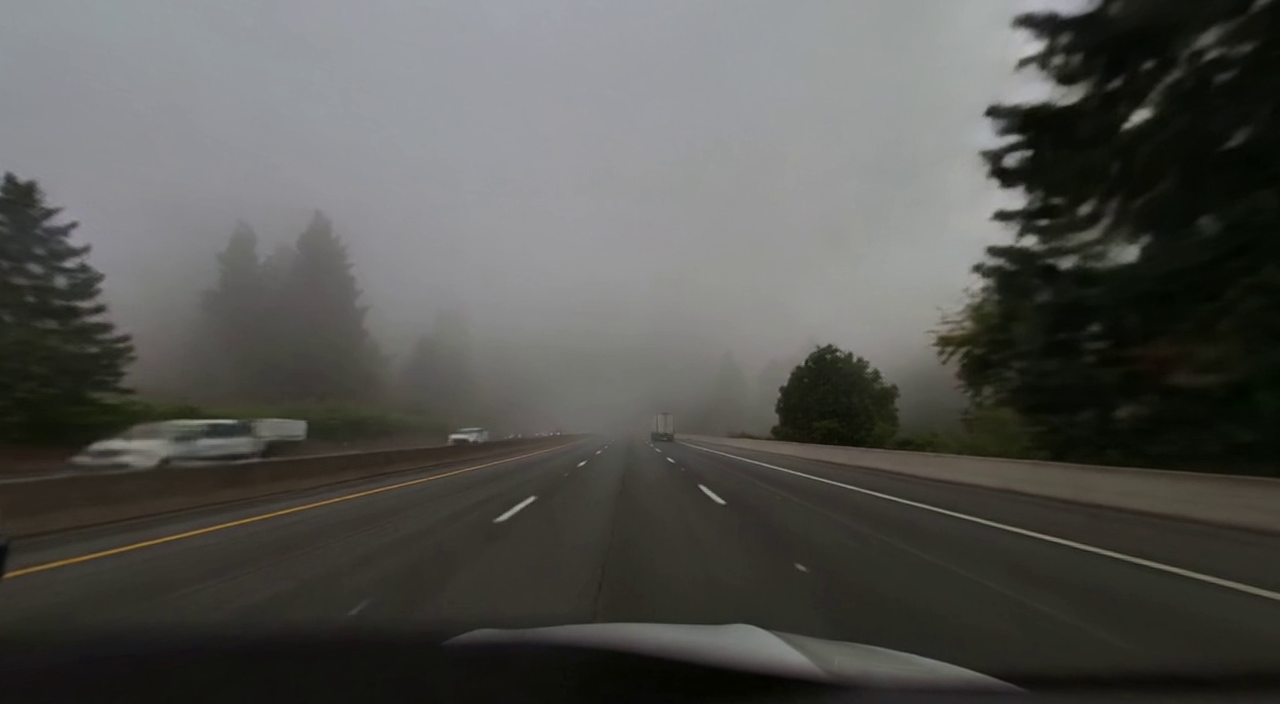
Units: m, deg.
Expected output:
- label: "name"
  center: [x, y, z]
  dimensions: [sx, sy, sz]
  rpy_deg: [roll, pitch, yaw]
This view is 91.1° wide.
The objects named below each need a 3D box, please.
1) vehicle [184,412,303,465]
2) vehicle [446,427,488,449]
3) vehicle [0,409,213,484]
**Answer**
- label: "vehicle"
  center: [-21.781, 4.809, 35.021]
  dimensions: [2.214, 2.624, 6.869]
  rpy_deg: [0, -8, -1]
- label: "vehicle"
  center: [-13.222, 6.607, 48.255]
  dimensions: [1.968, 1.561, 4.517]
  rpy_deg: [0, -8, 0]
- label: "vehicle"
  center: [-14.265, 2.505, 17.022]
  dimensions: [2.091, 1.734, 4.809]
  rpy_deg: [0, -8, -2]
